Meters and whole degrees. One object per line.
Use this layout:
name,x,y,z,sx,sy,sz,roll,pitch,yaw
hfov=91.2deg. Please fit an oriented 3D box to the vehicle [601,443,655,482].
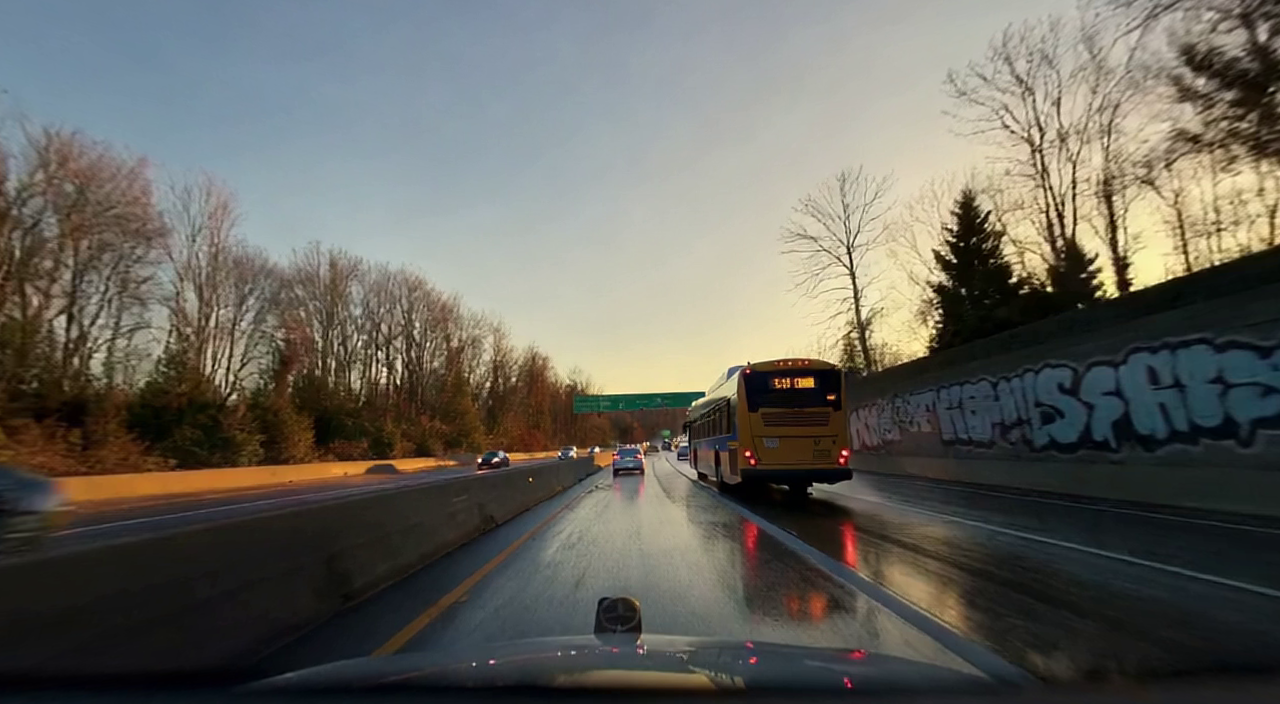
vehicle,-0.449,4.800,27.409,2.160,1.532,4.073,-1,-9,1

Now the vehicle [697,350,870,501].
vehicle,3.879,2.644,20.787,3.055,3.479,12.521,-1,-9,1
